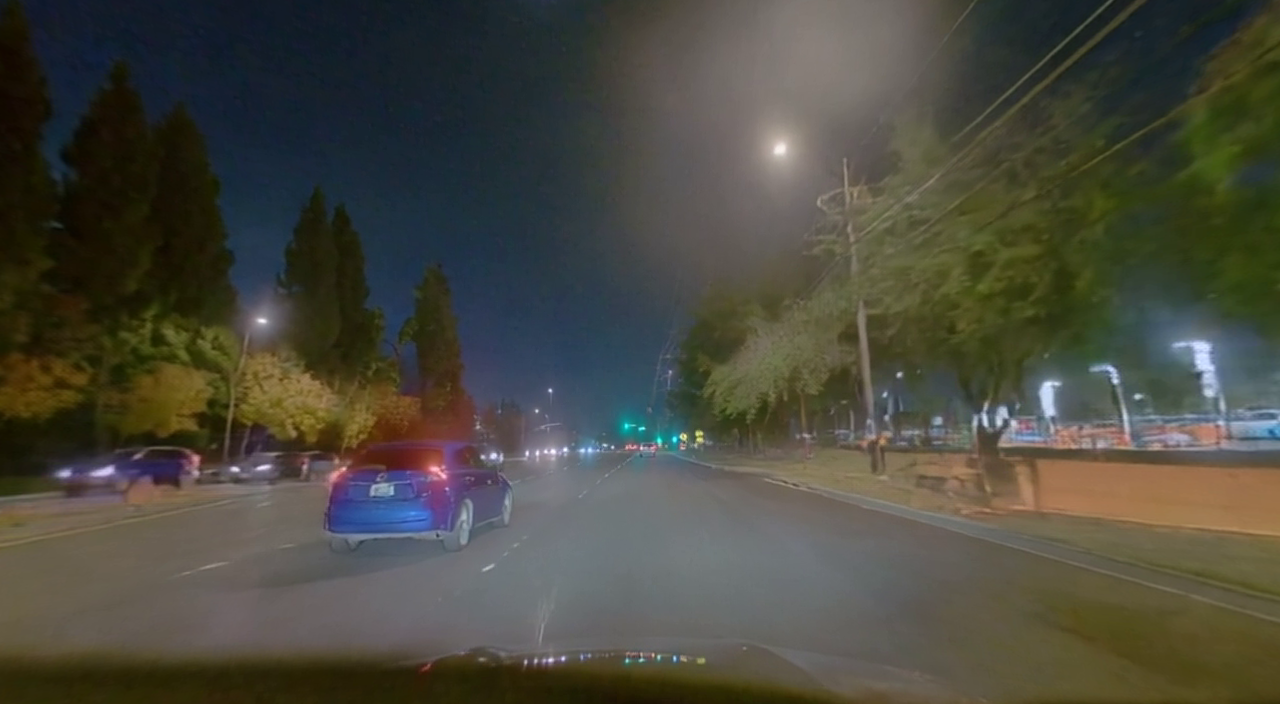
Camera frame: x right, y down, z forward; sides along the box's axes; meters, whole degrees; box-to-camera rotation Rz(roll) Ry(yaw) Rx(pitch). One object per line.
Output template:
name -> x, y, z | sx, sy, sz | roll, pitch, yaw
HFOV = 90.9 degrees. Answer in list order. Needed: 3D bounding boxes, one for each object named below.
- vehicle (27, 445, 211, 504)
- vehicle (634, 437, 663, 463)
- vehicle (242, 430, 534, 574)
vehicle -> -17.892, 4.191, 22.120 | 2.178, 1.810, 5.012 | 0, -9, 0
vehicle -> 0.580, 7.220, 46.438 | 2.060, 1.845, 4.151 | 0, -9, 0
vehicle -> -3.046, 1.935, 9.047 | 2.087, 1.480, 4.825 | 0, -9, 1
